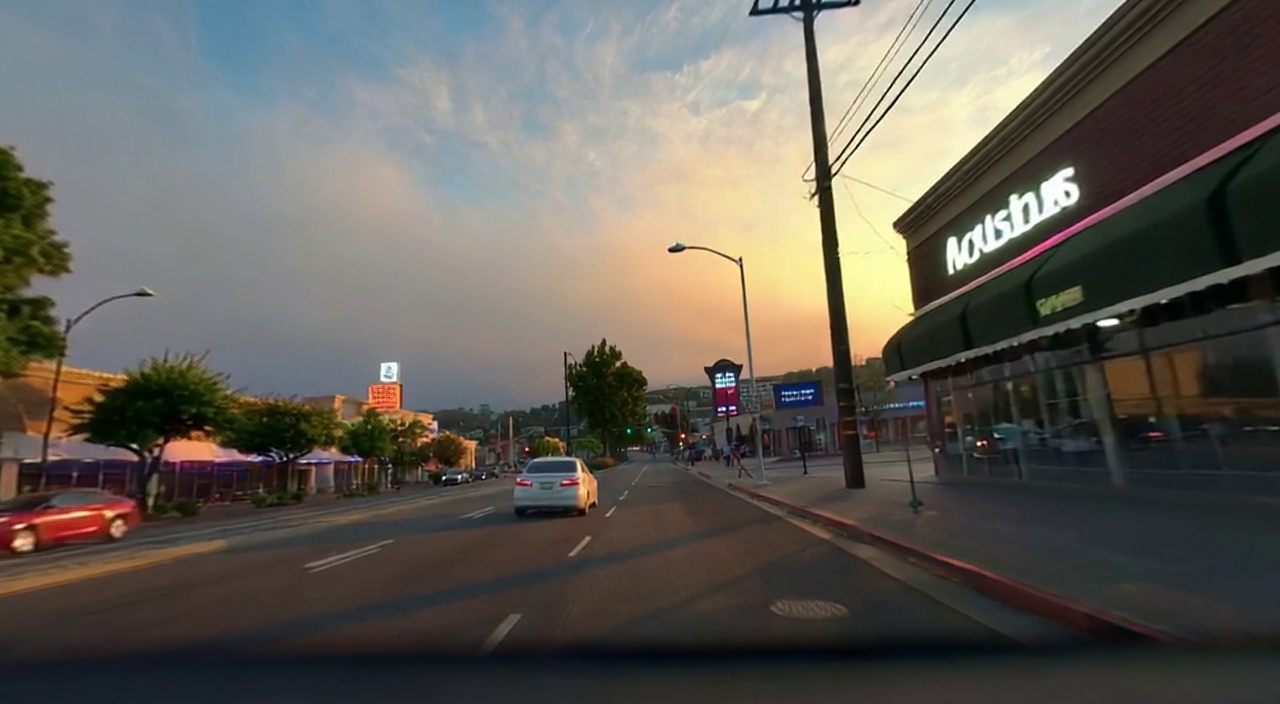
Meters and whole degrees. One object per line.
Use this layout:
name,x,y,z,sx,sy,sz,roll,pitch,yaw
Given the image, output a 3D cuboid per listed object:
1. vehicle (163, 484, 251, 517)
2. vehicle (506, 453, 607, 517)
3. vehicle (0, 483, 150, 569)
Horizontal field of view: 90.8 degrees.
vehicle,-28.710,9.829,42.085,1.984,1.726,4.592,-1,-8,11
vehicle,-2.062,3.434,16.798,1.977,1.451,4.032,0,-9,2
vehicle,-13.443,3.717,13.712,1.922,1.481,4.441,0,-9,2
